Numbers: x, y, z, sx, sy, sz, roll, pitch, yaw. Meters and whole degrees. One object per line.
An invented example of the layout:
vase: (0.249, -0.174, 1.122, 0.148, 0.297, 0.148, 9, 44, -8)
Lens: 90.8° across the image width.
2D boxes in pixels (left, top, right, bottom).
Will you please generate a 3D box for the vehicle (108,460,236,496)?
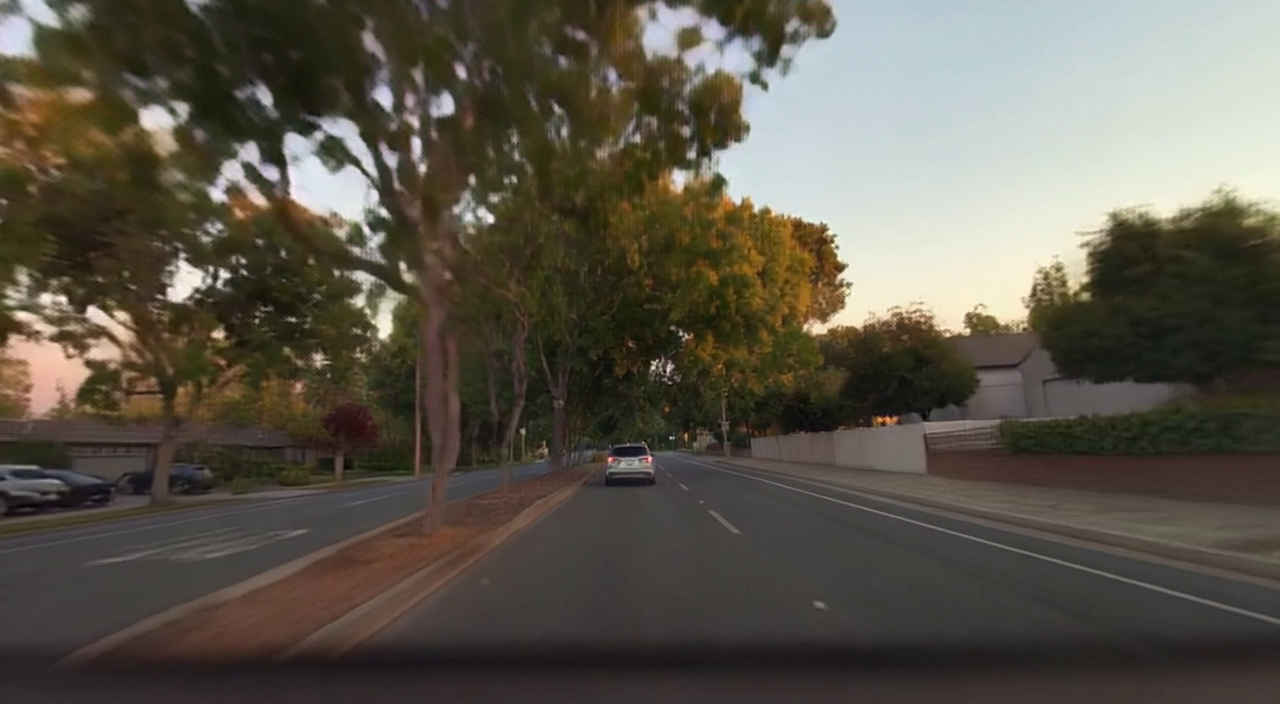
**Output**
vehicle: (-21.620, 5.817, 29.323, 4.366, 1.526, 1.921, 0, -9, 0)

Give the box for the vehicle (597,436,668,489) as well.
vehicle: (-0.240, 3.755, 21.801, 2.181, 1.639, 4.127, 0, -9, 0)
